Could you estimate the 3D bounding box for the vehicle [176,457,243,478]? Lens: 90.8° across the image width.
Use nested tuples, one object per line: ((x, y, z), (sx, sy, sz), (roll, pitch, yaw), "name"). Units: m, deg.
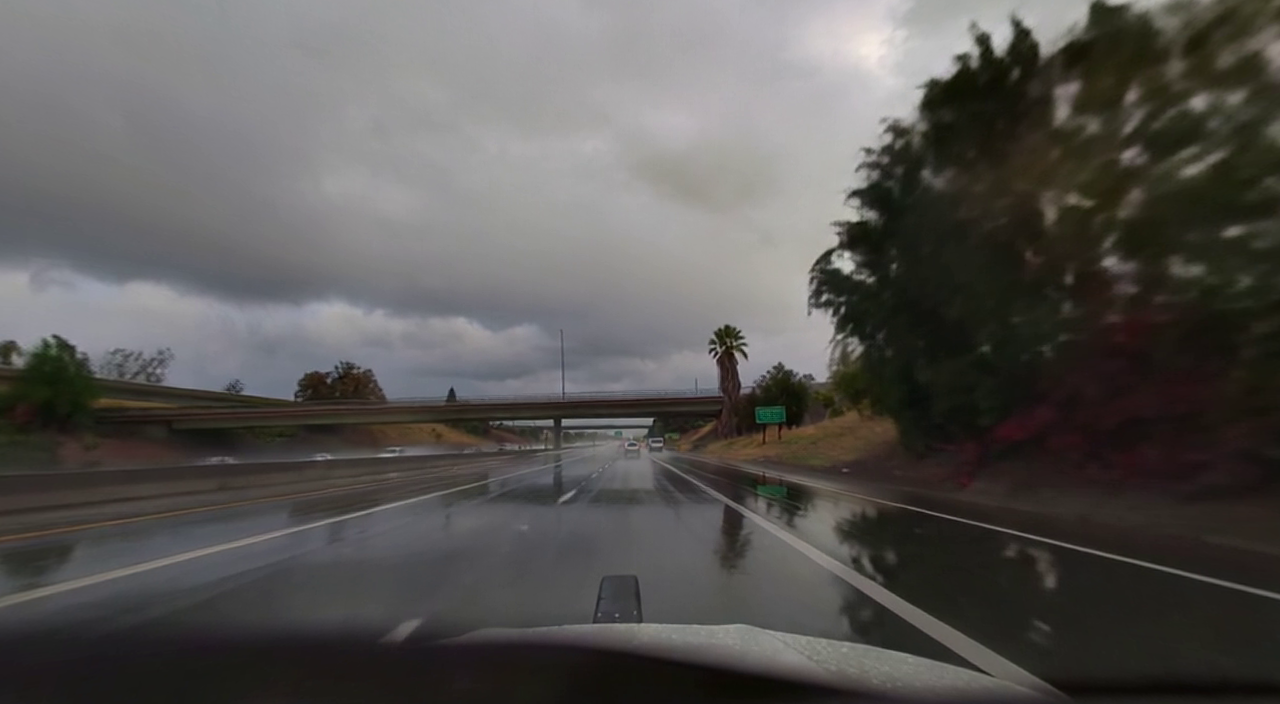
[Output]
((-33.008, 8.845, 48.574), (1.823, 1.485, 4.805), (0, -8, -1), "vehicle")
